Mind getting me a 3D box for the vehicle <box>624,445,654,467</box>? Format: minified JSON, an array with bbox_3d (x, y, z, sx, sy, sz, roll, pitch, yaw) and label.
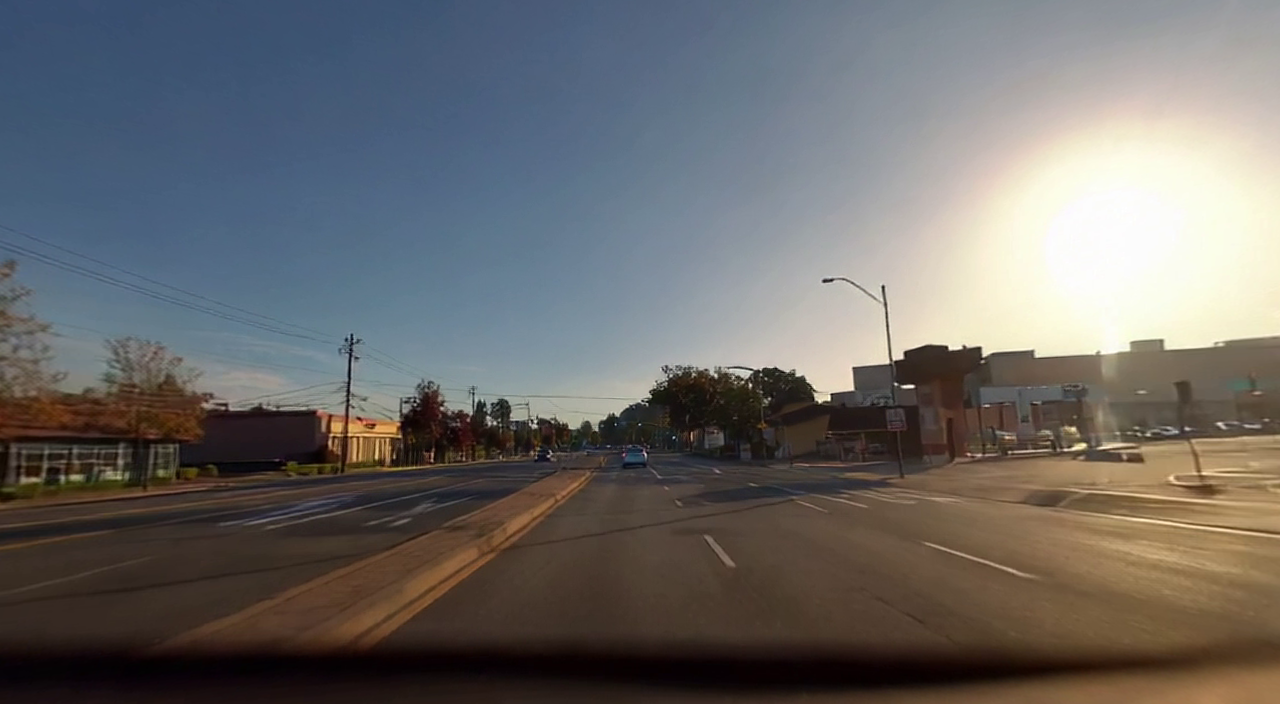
[{"bbox_3d":[-0.068,7.314,44.585,2.027,1.494,3.942,0,-8,-1],"label":"vehicle"}]
